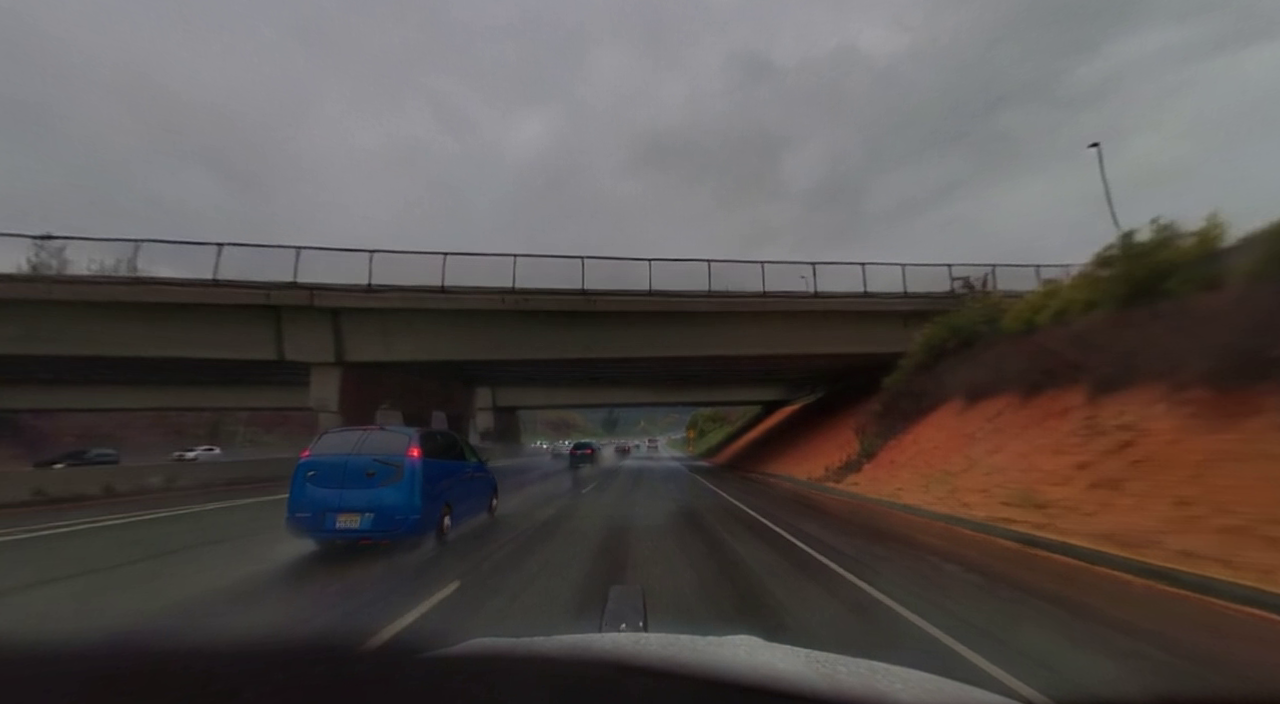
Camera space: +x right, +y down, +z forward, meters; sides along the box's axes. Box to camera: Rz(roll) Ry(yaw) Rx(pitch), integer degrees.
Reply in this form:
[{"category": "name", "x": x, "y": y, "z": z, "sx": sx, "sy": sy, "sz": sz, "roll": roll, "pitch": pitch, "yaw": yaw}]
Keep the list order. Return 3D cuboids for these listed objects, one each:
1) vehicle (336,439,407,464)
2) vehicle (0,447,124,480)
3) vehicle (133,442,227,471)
[{"category": "vehicle", "x": -19.669, "y": 7.330, "z": 46.611, "sx": 2.477, "sy": 1.667, "sz": 5.834, "roll": 0, "pitch": -8, "yaw": 3}, {"category": "vehicle", "x": -27.415, "y": 5.282, "z": 30.148, "sx": 1.826, "sy": 1.432, "sz": 4.233, "roll": 0, "pitch": -8, "yaw": 1}, {"category": "vehicle", "x": -28.864, "y": 6.555, "z": 39.852, "sx": 2.008, "sy": 1.707, "sz": 5.059, "roll": 0, "pitch": -8, "yaw": 2}]
